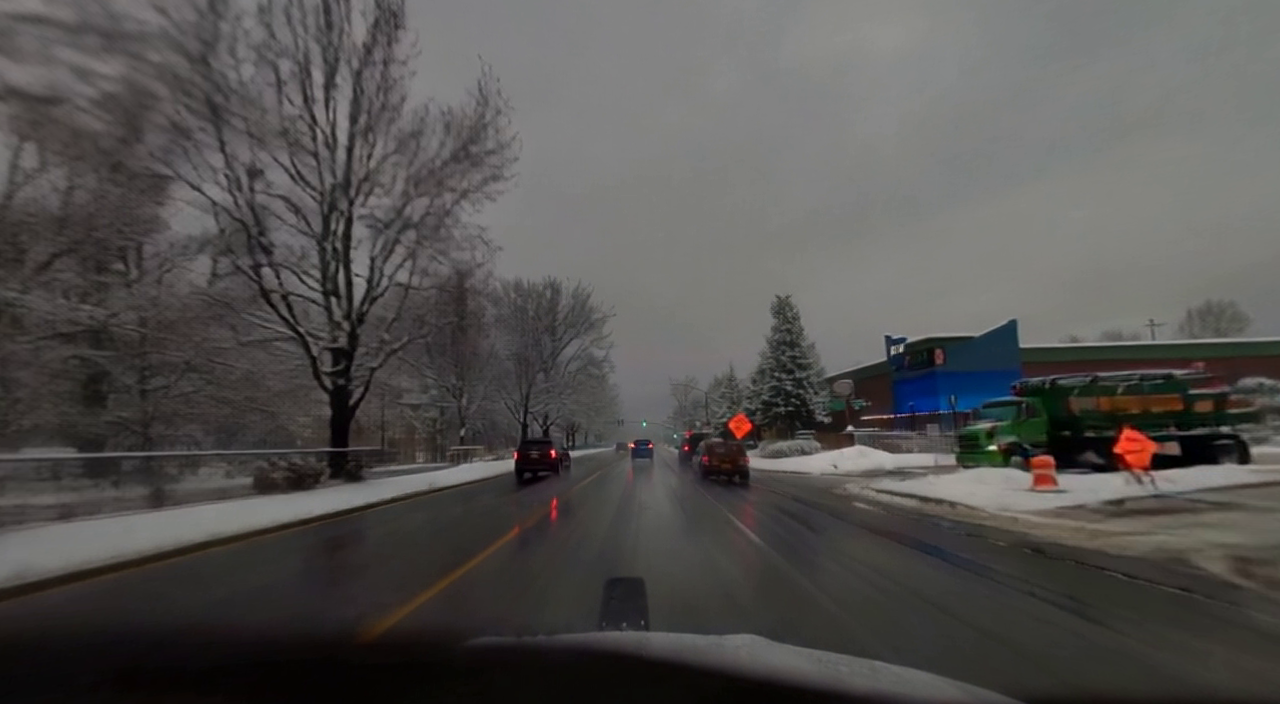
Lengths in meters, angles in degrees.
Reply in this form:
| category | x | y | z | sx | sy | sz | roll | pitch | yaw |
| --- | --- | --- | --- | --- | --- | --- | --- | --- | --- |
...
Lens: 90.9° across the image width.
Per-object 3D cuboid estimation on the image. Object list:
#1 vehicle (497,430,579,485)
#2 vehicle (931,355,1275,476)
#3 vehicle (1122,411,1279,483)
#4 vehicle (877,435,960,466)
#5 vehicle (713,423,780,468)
| category | x | y | z | sx | sy | sz | roll | pitch | yaw |
| --- | --- | --- | --- | --- | --- | --- | --- | --- | --- |
| vehicle | -3.355 | 3.575 | 21.702 | 2.038 | 1.682 | 4.399 | 0 | -8 | 1 |
| vehicle | 14.917 | 2.144 | 20.890 | 8.949 | 3.673 | 3.044 | 0 | -8 | -2 |
| vehicle | 15.599 | 2.448 | 16.268 | 1.874 | 1.694 | 4.535 | 7 | -11 | -37 |
| vehicle | 14.195 | 5.056 | 32.441 | 1.969 | 1.457 | 4.719 | 0 | -8 | -2 |
| vehicle | 5.711 | 5.174 | 34.852 | 2.653 | 2.231 | 6.793 | 0 | -8 | 1 |
